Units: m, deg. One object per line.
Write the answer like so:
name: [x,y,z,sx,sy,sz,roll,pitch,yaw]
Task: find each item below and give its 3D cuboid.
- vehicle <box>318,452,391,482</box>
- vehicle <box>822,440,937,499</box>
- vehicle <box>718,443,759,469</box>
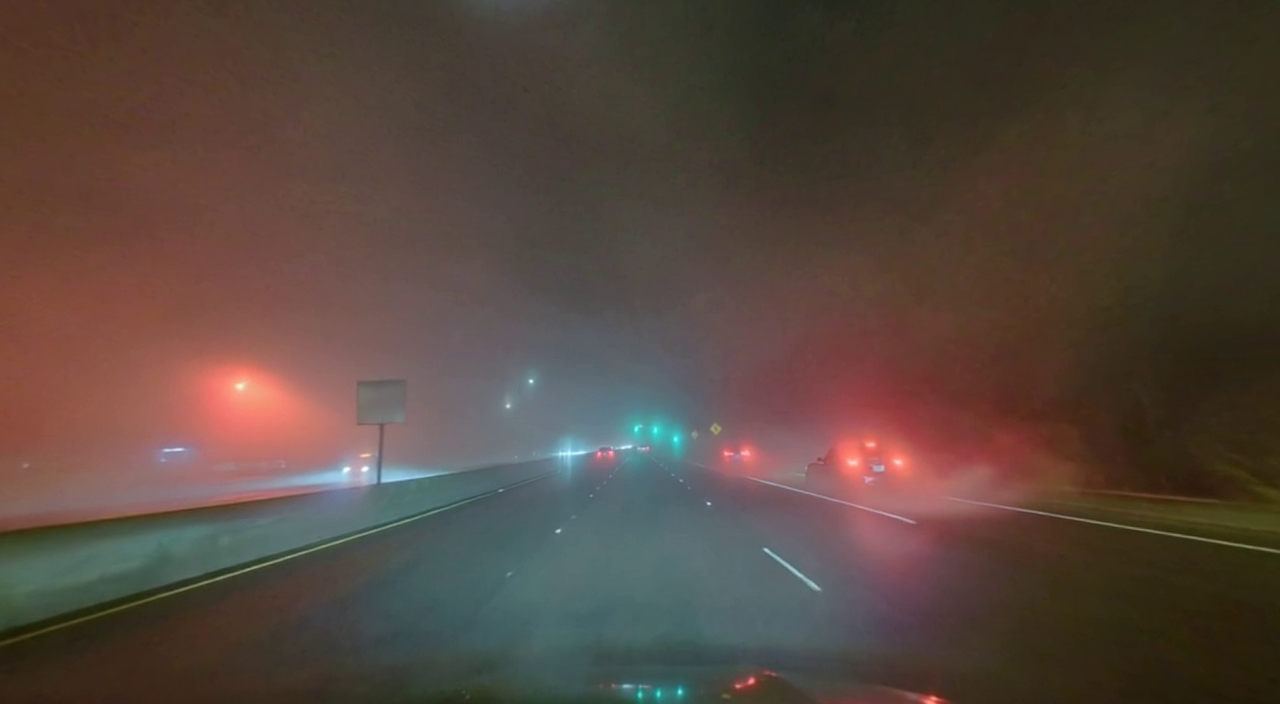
vehicle: [-18.826,7.578,41.970,2.146,1.797,5.570,0,-8,1]
vehicle: [6.771,3.331,18.309,1.838,1.518,3.713,0,-8,0]
vehicle: [6.632,7.036,42.989,1.987,1.597,4.463,0,-8,-1]
